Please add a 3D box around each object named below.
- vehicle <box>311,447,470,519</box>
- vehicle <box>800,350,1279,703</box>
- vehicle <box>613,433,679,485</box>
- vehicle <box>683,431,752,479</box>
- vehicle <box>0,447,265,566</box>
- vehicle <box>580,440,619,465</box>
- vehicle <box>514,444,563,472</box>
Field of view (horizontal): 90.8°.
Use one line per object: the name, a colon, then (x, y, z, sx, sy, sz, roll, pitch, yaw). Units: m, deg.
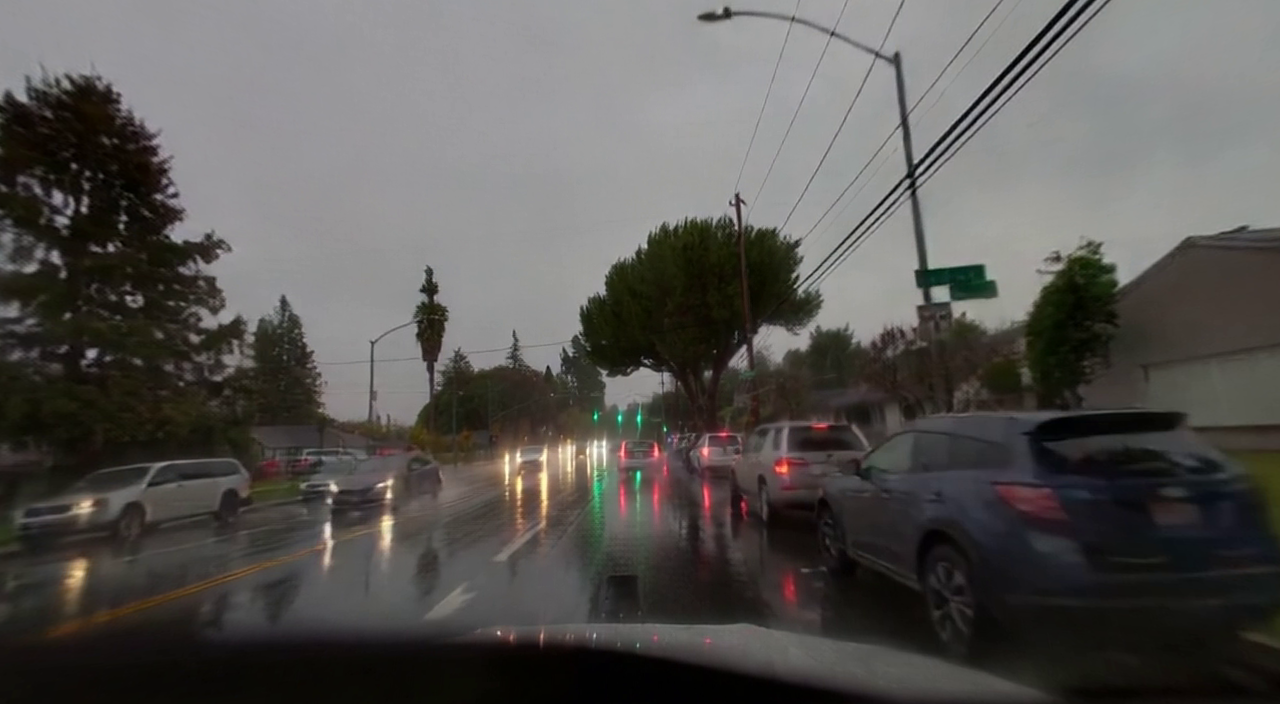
vehicle: (-5.901, 3.116, 15.704, 1.987, 1.478, 4.693, 0, -8, 1)
vehicle: (2.783, 1.155, 4.768, 1.974, 1.696, 4.461, 0, -8, 0)
vehicle: (0.182, 3.627, 21.664, 2.041, 1.575, 4.304, 0, -8, 0)
vehicle: (2.973, 4.073, 25.236, 2.060, 1.733, 4.639, 0, -8, -2)
vehicle: (-11.902, 3.468, 15.211, 2.264, 2.010, 5.742, -5, -7, 0)
vehicle: (-2.557, 6.504, 40.904, 2.117, 1.528, 4.277, 0, -8, 1)
vehicle: (-5.855, 6.198, 37.129, 1.981, 1.498, 4.701, 0, -8, 2)
